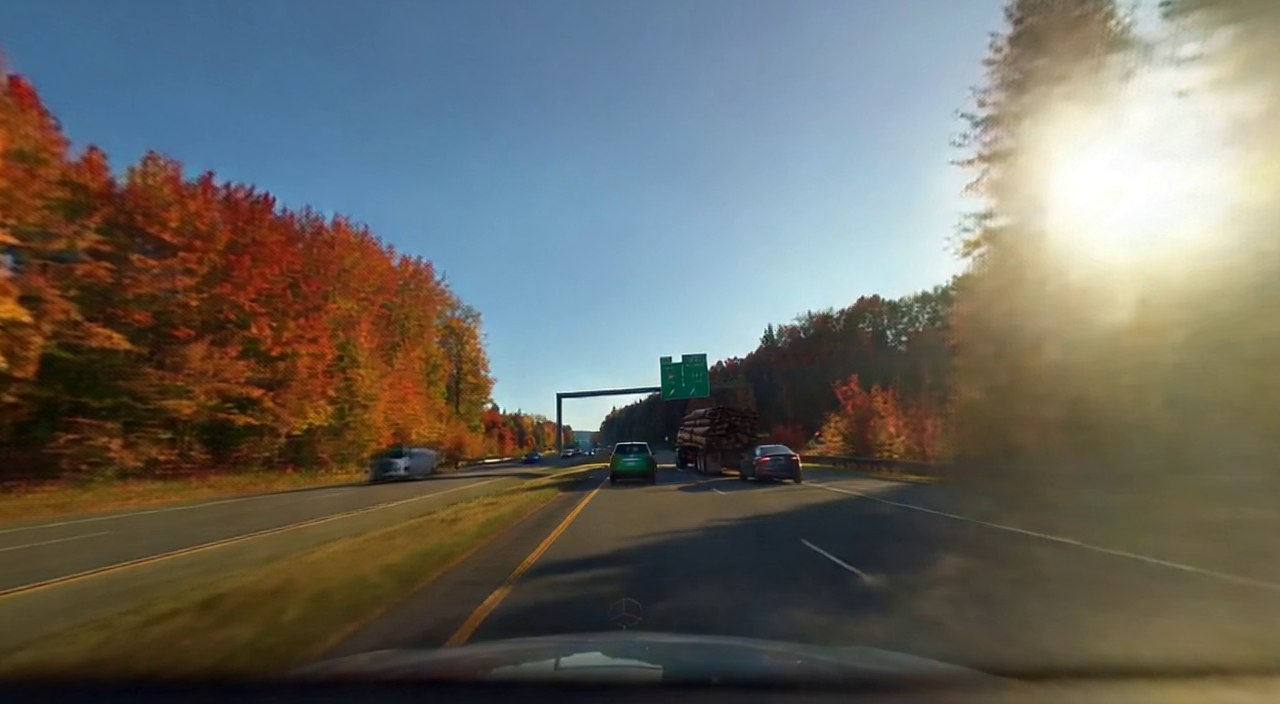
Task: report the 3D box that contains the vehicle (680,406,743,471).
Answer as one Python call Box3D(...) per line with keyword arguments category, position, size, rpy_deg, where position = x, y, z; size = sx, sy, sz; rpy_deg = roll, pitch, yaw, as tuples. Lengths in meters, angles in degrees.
Box3D(category="vehicle", position=(4.616, 5.921, 42.457), size=(3.125, 3.895, 8.461), rpy_deg=(0, -9, -1))

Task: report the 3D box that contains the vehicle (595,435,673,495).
Box3D(category="vehicle", position=(-0.178, 3.624, 20.407), size=(2.263, 1.699, 3.936), rpy_deg=(-1, -9, 0))

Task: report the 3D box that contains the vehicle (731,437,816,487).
Box3D(category="vehicle", position=(4.861, 4.097, 23.601), size=(2.057, 1.660, 4.525), rpy_deg=(0, -9, -2))
